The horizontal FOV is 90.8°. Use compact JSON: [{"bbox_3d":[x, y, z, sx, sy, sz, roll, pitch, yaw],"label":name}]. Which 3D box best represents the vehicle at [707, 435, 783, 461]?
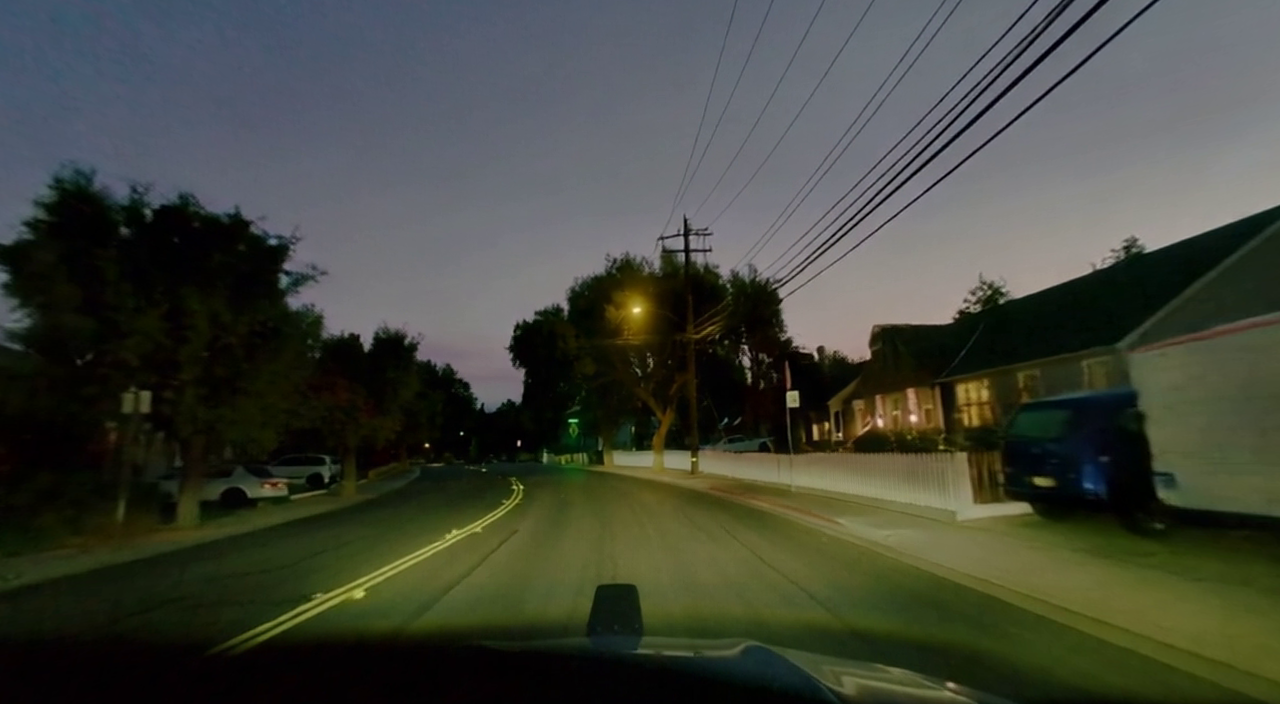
[{"bbox_3d":[6.750,6.233,40.918,4.566,1.623,1.906,0,-8,-1],"label":"vehicle"}]

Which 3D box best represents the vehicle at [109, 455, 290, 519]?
[{"bbox_3d":[-12.223,3.730,17.989,2.390,1.431,4.253,0,-8,-6],"label":"vehicle"}]

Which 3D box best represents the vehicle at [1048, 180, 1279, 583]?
[{"bbox_3d":[8.284,0.121,5.909,7.115,3.010,2.378,-4,-8,-4],"label":"vehicle"}]

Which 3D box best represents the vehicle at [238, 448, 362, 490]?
[{"bbox_3d":[-15.204,5.246,28.435,4.321,1.772,2.161,0,-8,1],"label":"vehicle"}]
